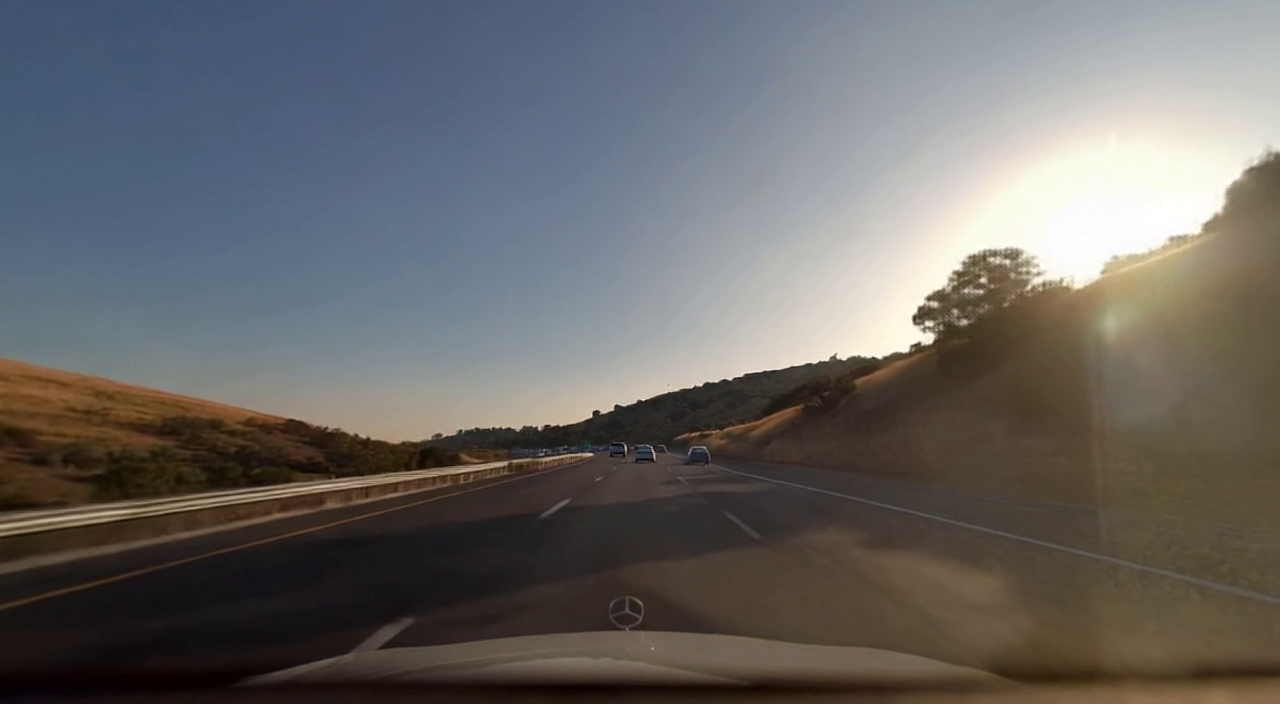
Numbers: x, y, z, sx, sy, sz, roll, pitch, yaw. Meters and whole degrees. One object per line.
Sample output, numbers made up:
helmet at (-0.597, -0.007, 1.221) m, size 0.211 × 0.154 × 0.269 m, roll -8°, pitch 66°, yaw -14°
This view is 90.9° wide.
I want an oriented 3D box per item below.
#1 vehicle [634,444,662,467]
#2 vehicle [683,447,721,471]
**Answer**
vehicle at (0.554, 7.729, 47.241) m, size 1.986 × 1.576 × 4.312 m, roll 0°, pitch -8°, yaw 0°
vehicle at (3.843, 6.672, 39.541) m, size 1.976 × 1.352 × 3.602 m, roll 0°, pitch -8°, yaw 0°
